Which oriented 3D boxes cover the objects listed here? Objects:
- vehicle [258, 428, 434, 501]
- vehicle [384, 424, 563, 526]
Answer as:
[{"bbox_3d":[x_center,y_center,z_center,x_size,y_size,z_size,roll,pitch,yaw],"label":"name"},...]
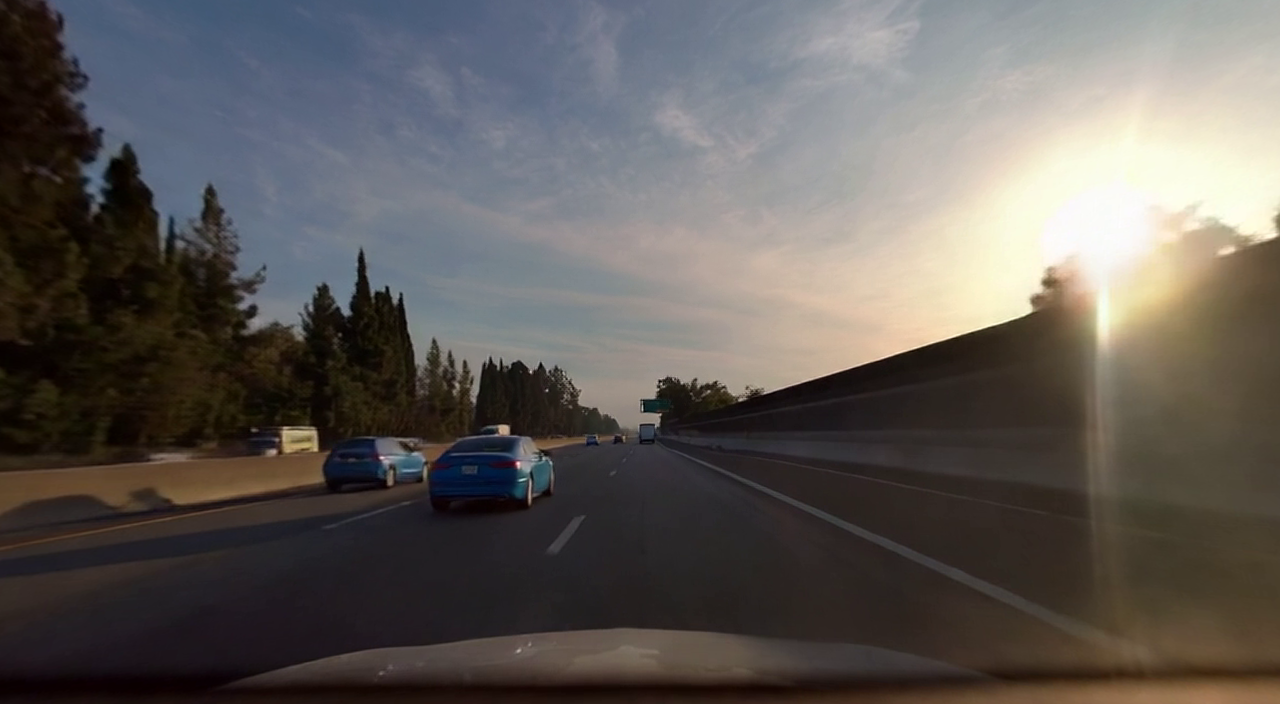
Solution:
[{"bbox_3d":[-6.794,2.630,15.208,2.084,1.494,4.404,0,-8,0],"label":"vehicle"},{"bbox_3d":[-2.707,2.090,11.304,2.079,1.500,3.881,0,-8,1],"label":"vehicle"}]
